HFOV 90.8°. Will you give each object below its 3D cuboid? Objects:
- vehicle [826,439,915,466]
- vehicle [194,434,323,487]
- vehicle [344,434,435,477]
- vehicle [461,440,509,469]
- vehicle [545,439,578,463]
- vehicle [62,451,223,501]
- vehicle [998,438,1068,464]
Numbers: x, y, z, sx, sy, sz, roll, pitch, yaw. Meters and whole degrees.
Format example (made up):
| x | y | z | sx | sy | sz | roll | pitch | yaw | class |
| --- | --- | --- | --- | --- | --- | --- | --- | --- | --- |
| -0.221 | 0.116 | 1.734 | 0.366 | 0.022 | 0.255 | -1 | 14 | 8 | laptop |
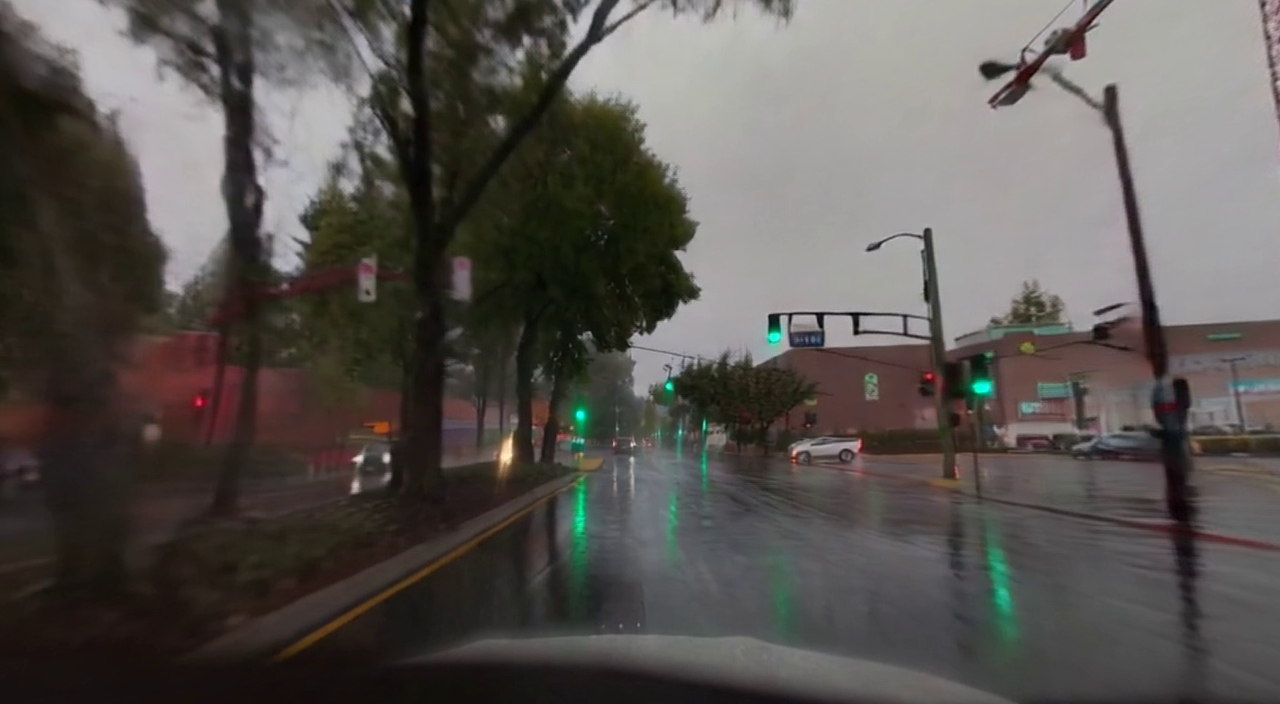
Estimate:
| x | y | z | sx | sy | sz | roll | pitch | yaw | class |
| --- | --- | --- | --- | --- | --- | --- | --- | --- | --- |
| 13.616 | 5.972 | 37.563 | 4.506 | 1.479 | 1.924 | 0 | -9 | 1 | vehicle |
| -16.558 | 4.732 | 27.908 | 2.190 | 2.069 | 5.804 | 0 | -9 | -2 | vehicle |
| -12.278 | 5.115 | 31.495 | 2.249 | 1.952 | 5.746 | 0 | -9 | -1 | vehicle |
| -9.334 | 6.188 | 38.344 | 1.918 | 1.640 | 3.971 | 0 | -9 | 0 | vehicle |
| -6.145 | 7.767 | 49.792 | 1.983 | 1.715 | 4.466 | -2 | -8 | 0 | vehicle |
| -16.601 | 4.125 | 21.460 | 1.804 | 1.467 | 4.489 | 0 | -9 | 0 | vehicle |
| 23.540 | 5.886 | 37.815 | 3.995 | 1.463 | 1.862 | 5 | -10 | -31 | vehicle |
